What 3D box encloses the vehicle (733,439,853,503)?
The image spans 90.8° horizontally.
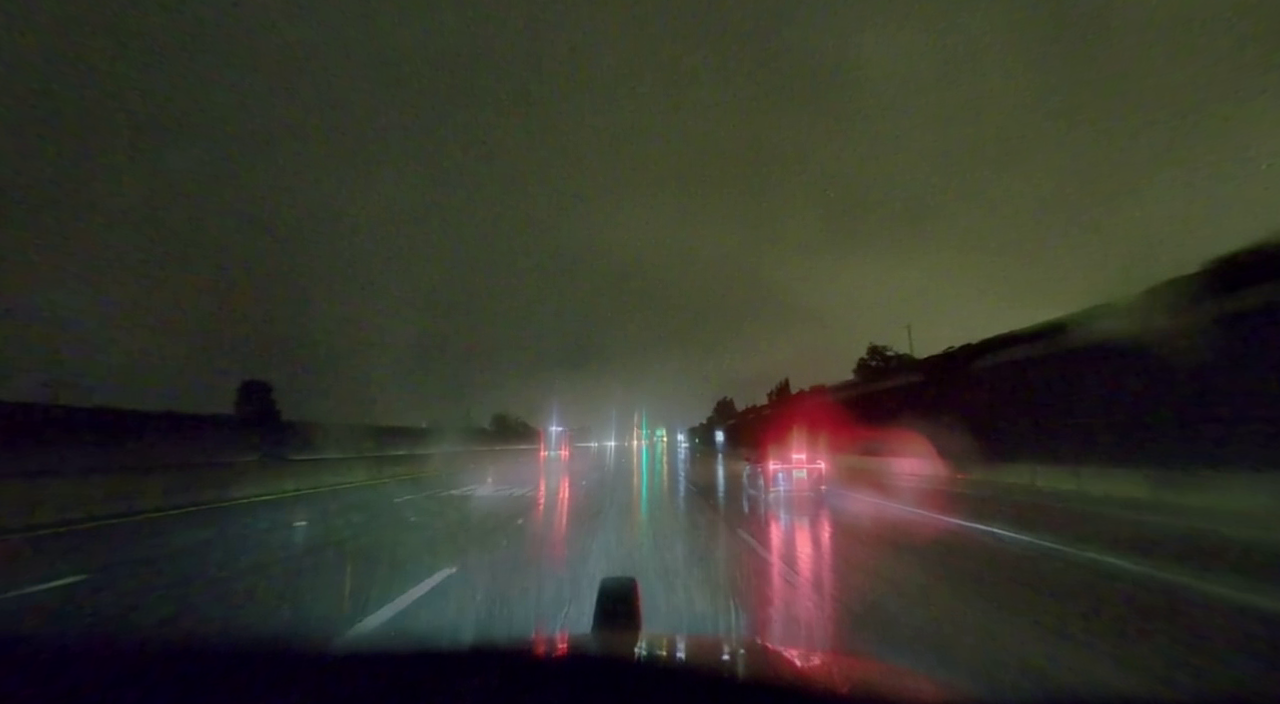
[{"bbox_3d":[3.912,3.121,17.036,2.060,1.485,4.274,0,-9,-2],"label":"vehicle"}]

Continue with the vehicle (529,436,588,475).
[{"bbox_3d":[-3.701,4.790,29.422,2.048,1.618,4.424,0,-9,1],"label":"vehicle"}]
